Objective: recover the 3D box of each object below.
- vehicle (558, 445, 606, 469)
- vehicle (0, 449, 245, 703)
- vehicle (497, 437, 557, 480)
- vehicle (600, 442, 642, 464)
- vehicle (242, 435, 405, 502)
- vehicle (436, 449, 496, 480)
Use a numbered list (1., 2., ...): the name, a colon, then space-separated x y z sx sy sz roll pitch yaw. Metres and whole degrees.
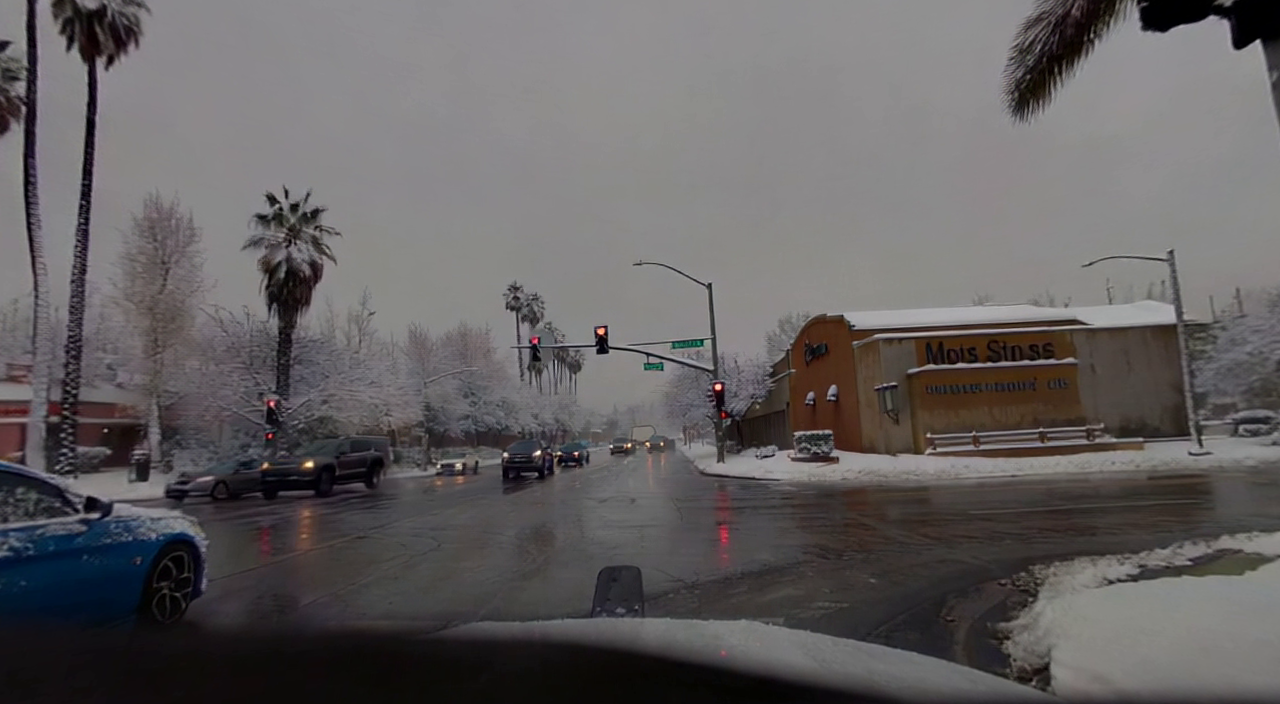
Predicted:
1. vehicle: -3.759 6.925 41.935 1.839 1.468 4.549 -2 -9 13
2. vehicle: -3.712 1.020 2.245 1.850 1.325 4.295 0 -9 0
3. vehicle: -4.873 4.678 27.916 2.092 1.709 4.775 0 -9 -4
4. vehicle: -1.431 7.919 49.524 2.072 1.613 4.386 -3 -9 15
5. vehicle: -9.745 3.632 20.150 2.152 1.825 5.406 -1 -9 3
6. vehicle: -11.170 7.223 40.913 1.870 1.705 4.426 -7 -10 11
